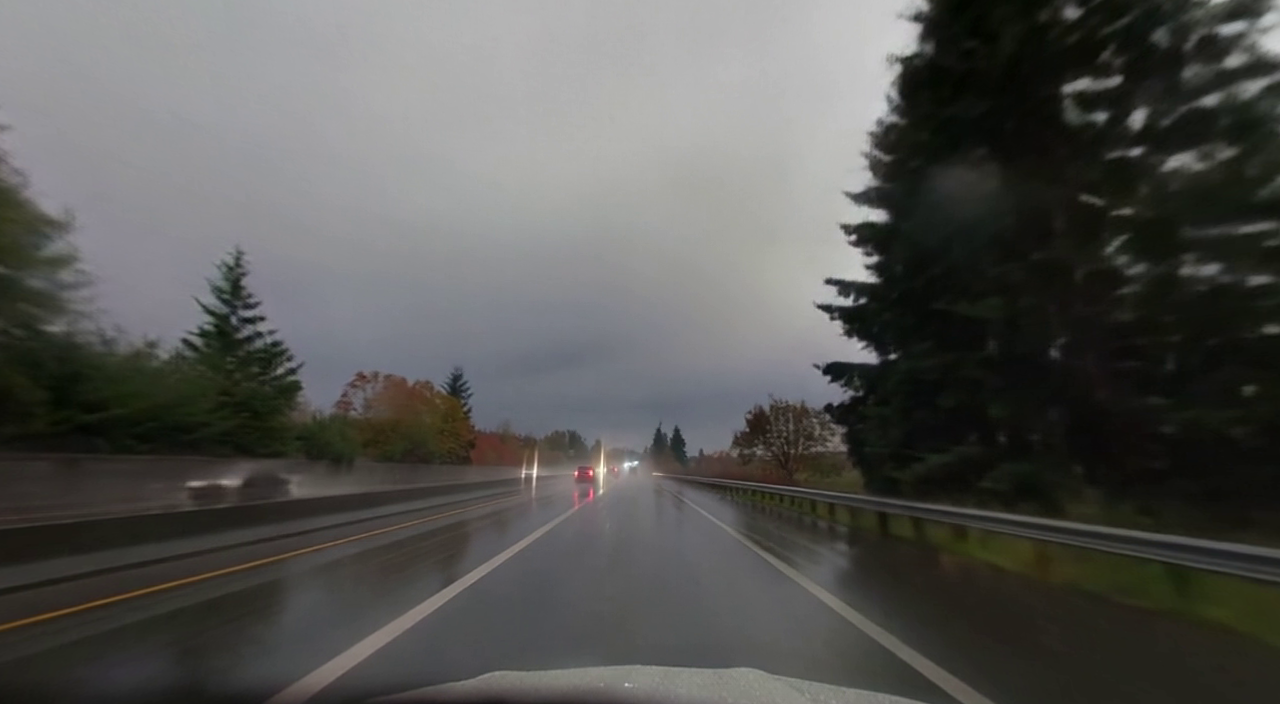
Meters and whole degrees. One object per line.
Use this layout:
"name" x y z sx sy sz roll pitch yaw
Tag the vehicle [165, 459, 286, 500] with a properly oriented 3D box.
"vehicle" -17.497 5.416 26.917 1.973 1.567 4.633 1 -11 0
